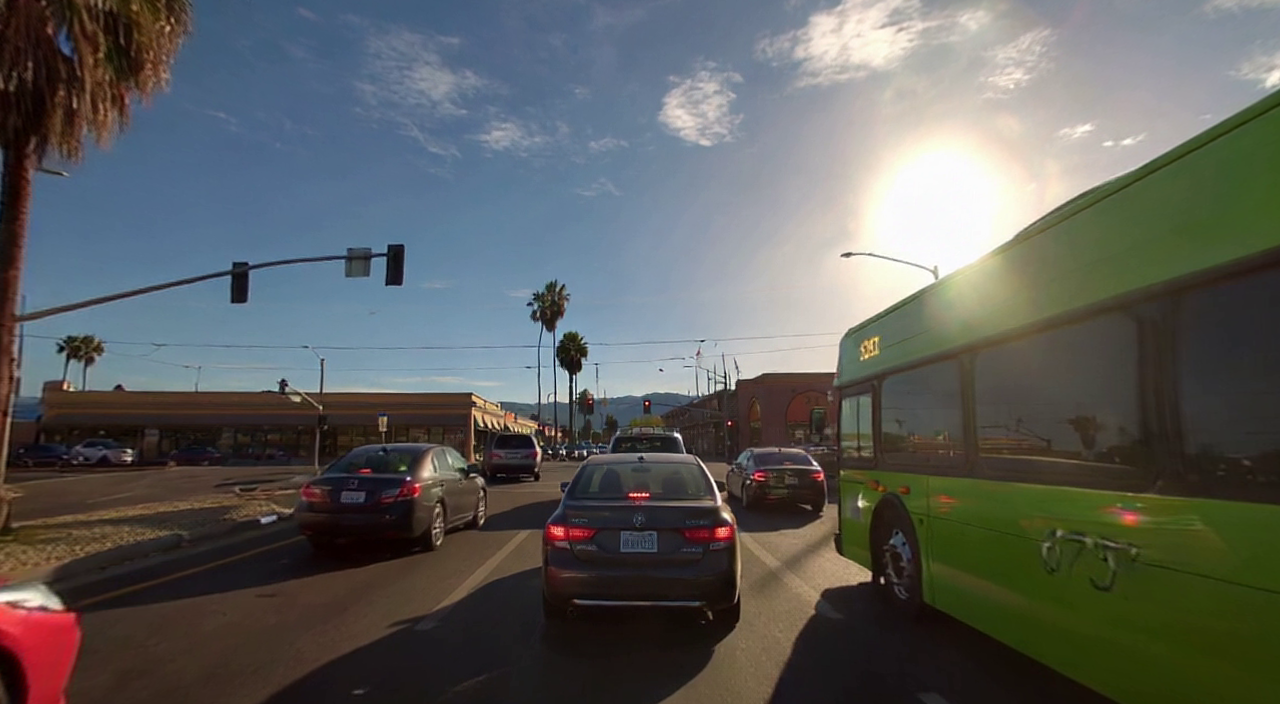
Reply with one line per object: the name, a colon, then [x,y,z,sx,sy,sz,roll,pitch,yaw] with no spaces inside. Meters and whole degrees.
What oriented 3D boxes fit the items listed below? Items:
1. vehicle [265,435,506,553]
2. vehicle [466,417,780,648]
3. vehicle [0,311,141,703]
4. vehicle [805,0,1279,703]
vehicle: [-3.552,2.050,9.835,1.919,1.415,4.178,0,-9,2]
vehicle: [-0.124,1.478,6.148,2.060,1.499,3.831,0,-9,0]
vehicle: [-3.562,0.483,0.491,2.145,1.824,4.974,0,-9,2]
vehicle: [3.590,-0.455,1.299,3.068,4.026,13.534,0,-9,1]
